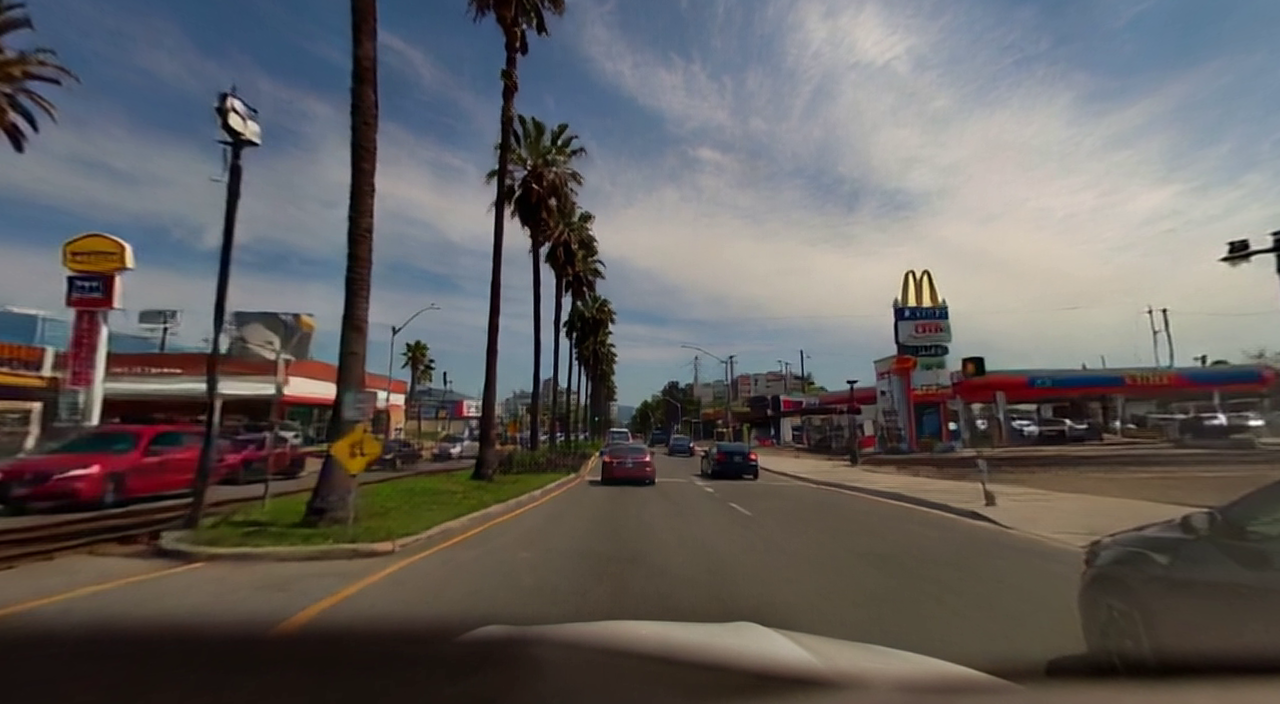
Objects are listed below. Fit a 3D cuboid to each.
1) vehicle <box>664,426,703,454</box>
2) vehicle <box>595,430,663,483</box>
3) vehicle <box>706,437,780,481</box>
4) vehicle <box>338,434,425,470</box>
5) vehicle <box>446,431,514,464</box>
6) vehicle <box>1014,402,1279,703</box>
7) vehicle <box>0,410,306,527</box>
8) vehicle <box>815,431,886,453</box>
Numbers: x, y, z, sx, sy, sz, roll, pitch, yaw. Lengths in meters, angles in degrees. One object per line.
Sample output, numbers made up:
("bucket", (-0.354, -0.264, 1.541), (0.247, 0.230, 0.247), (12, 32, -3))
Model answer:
("vehicle", (2.966, 6.235, 44.660), (2.299, 1.803, 5.434), (0, -8, -1))
("vehicle", (-0.458, 3.394, 20.855), (2.021, 1.550, 4.090), (0, -8, -4))
("vehicle", (3.633, 3.847, 23.020), (1.889, 1.448, 4.262), (0, -8, -1))
("vehicle", (-11.445, 4.464, 28.356), (1.865, 1.472, 4.532), (0, -8, 1))
("vehicle", (-7.873, 4.747, 31.566), (2.052, 1.483, 4.751), (0, -8, 1))
("vehicle", (3.535, 0.881, 2.084), (1.987, 1.474, 4.198), (0, -8, -1))
("vehicle", (-8.772, 2.092, 11.957), (1.980, 1.719, 4.963), (-1, -8, 3))
("vehicle", (14.627, 6.285, 44.048), (4.293, 1.438, 1.773), (0, -8, 0))
